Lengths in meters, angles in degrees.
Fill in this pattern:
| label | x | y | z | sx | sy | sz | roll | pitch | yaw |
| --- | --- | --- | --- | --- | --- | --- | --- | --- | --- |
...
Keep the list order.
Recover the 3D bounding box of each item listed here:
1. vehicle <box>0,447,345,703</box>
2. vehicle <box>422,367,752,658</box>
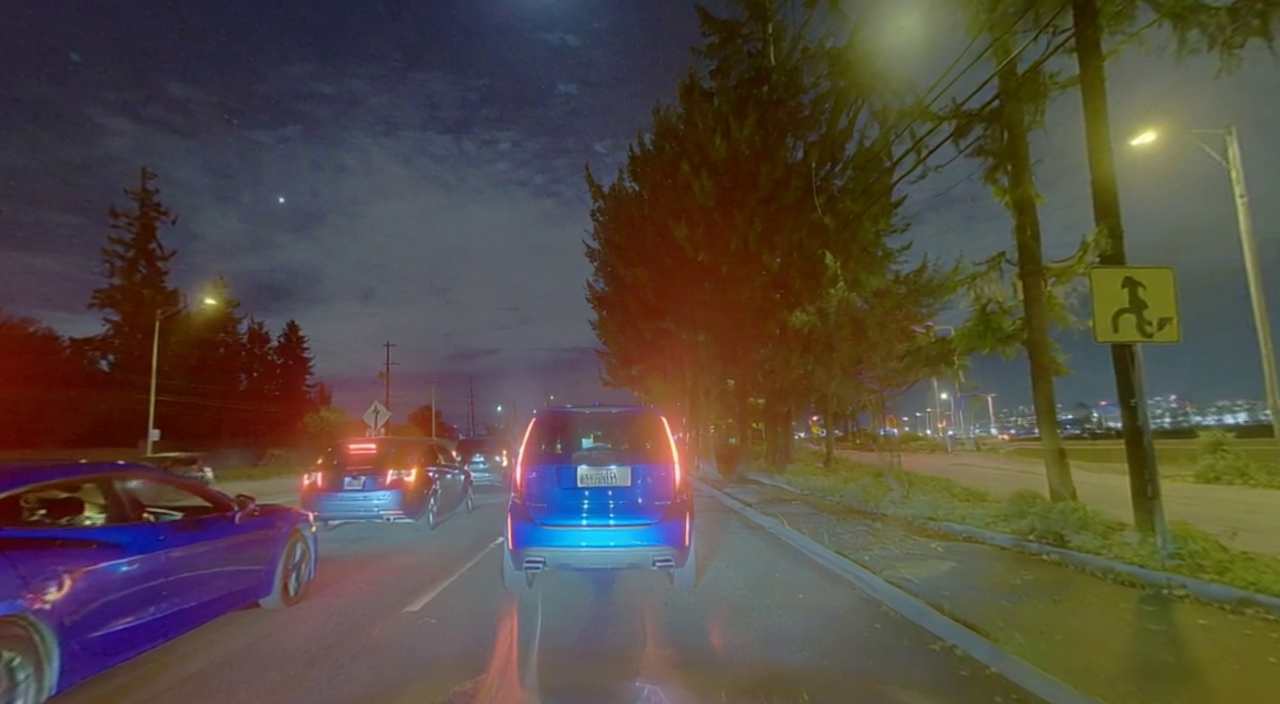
| label | x | y | z | sx | sy | sz | roll | pitch | yaw |
| --- | --- | --- | --- | --- | --- | --- | --- | --- | --- |
| vehicle | -3.751 | 1.223 | 3.699 | 1.865 | 1.314 | 4.461 | 0 | -8 | 1 |
| vehicle | -0.281 | 1.264 | 5.893 | 2.012 | 1.769 | 3.897 | 0 | -8 | 1 |
